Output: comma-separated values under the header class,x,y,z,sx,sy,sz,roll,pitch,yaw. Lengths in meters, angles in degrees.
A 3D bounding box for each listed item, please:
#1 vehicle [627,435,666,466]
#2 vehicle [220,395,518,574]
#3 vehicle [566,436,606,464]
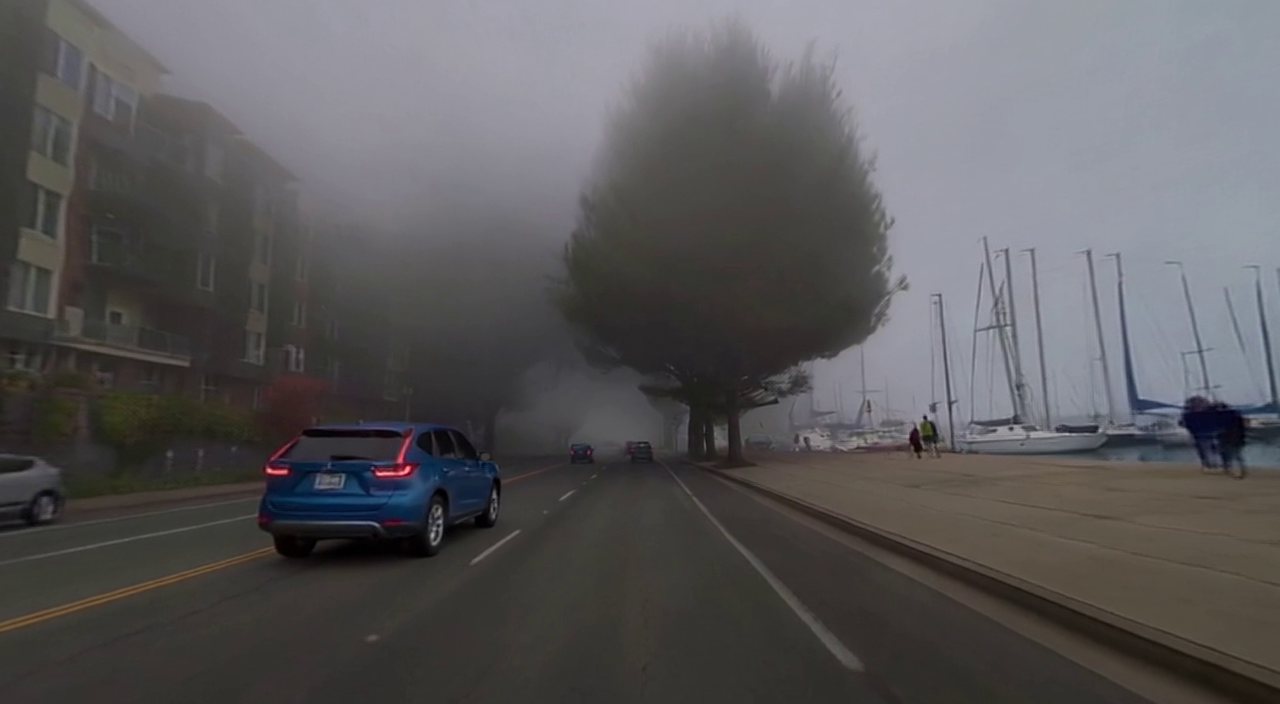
class,x,y,z,sx,sy,sz,roll,pitch,yaw
vehicle,0.338,5.519,35.376,2.057,1.624,3.726,-1,-9,0
vehicle,-3.259,1.719,8.925,2.082,1.817,4.724,-1,-9,0
vehicle,-3.338,6.190,39.894,2.056,1.680,4.205,-1,-8,1
